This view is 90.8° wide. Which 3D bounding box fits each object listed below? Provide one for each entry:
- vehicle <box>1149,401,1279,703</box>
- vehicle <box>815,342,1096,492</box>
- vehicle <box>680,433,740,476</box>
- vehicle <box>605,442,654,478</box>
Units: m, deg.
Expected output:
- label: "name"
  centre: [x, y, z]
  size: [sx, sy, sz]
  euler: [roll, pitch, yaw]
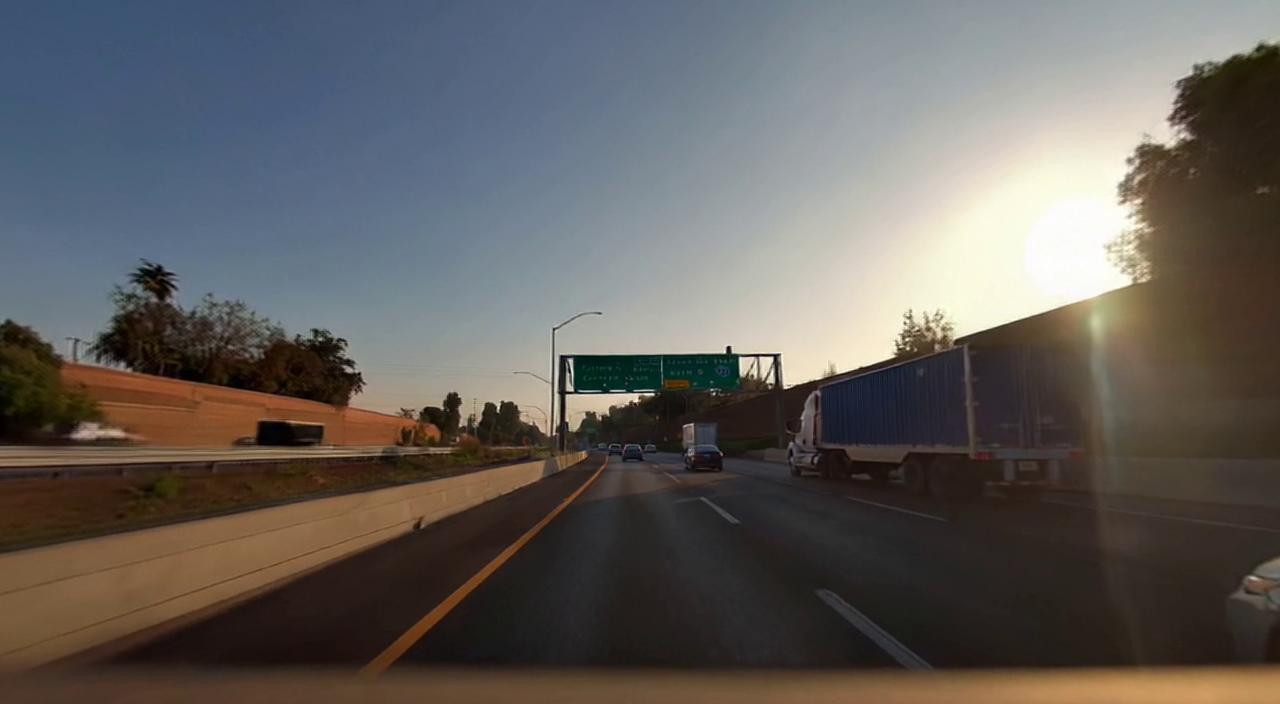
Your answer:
- label: "vehicle"
  centre: [3.507, 0.701, 0.986]
  size: [1.922, 1.465, 4.165]
  euler: [0, -9, 0]
- label: "vehicle"
  centre: [10.856, 2.919, 25.264]
  size: [2.914, 4.134, 15.553]
  euler: [0, -9, -1]
- label: "vehicle"
  centre: [3.189, 4.821, 29.862]
  size: [2.114, 1.849, 4.692]
  euler: [0, -9, -2]
- label: "vehicle"
  centre: [-0.491, 4.882, 28.791]
  size: [2.083, 1.477, 3.965]
  euler: [0, -9, -2]
